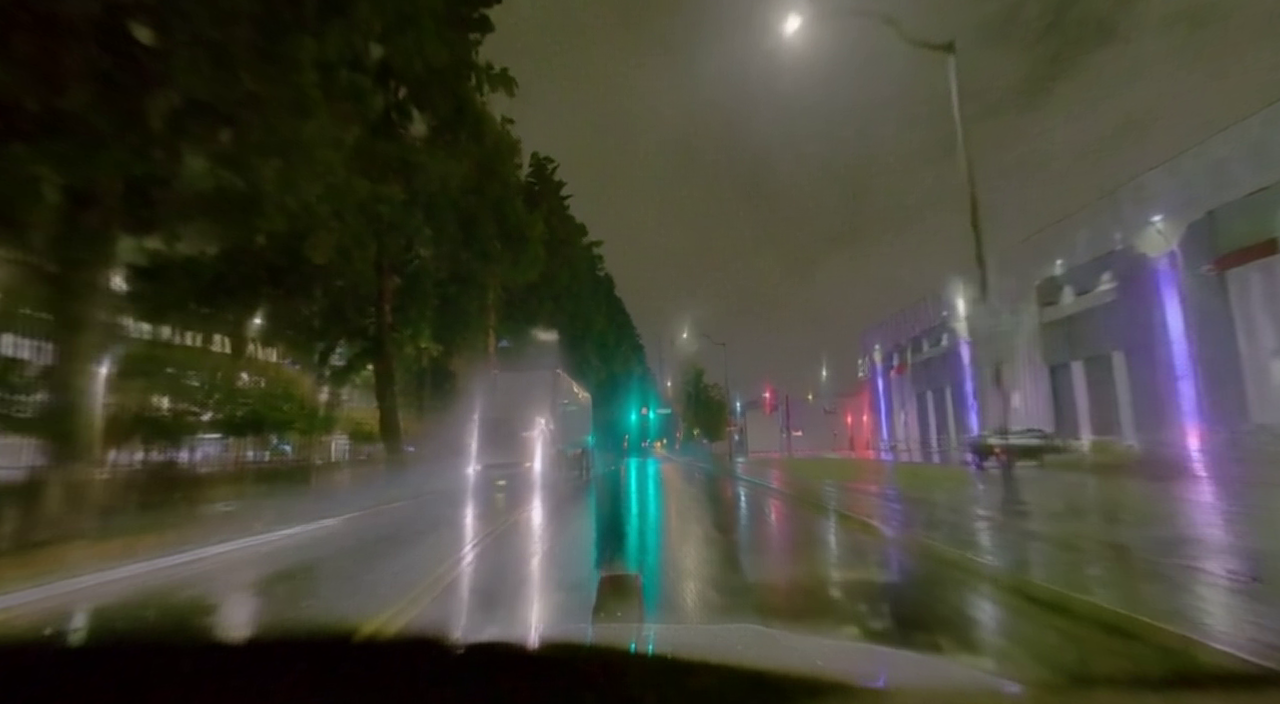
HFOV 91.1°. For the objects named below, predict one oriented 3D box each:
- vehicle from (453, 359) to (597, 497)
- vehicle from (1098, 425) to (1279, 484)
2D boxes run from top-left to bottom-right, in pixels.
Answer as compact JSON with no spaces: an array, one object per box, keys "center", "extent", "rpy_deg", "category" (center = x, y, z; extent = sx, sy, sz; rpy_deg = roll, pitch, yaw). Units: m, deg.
[{"center":[-4.162,3.541,27.730],"extent":[3.160,4.343,15.392],"rpy_deg":[0,-9,1],"category":"vehicle"},{"center":[15.957,2.931,18.072],"extent":[4.061,1.590,1.862],"rpy_deg":[0,-8,1],"category":"vehicle"}]
